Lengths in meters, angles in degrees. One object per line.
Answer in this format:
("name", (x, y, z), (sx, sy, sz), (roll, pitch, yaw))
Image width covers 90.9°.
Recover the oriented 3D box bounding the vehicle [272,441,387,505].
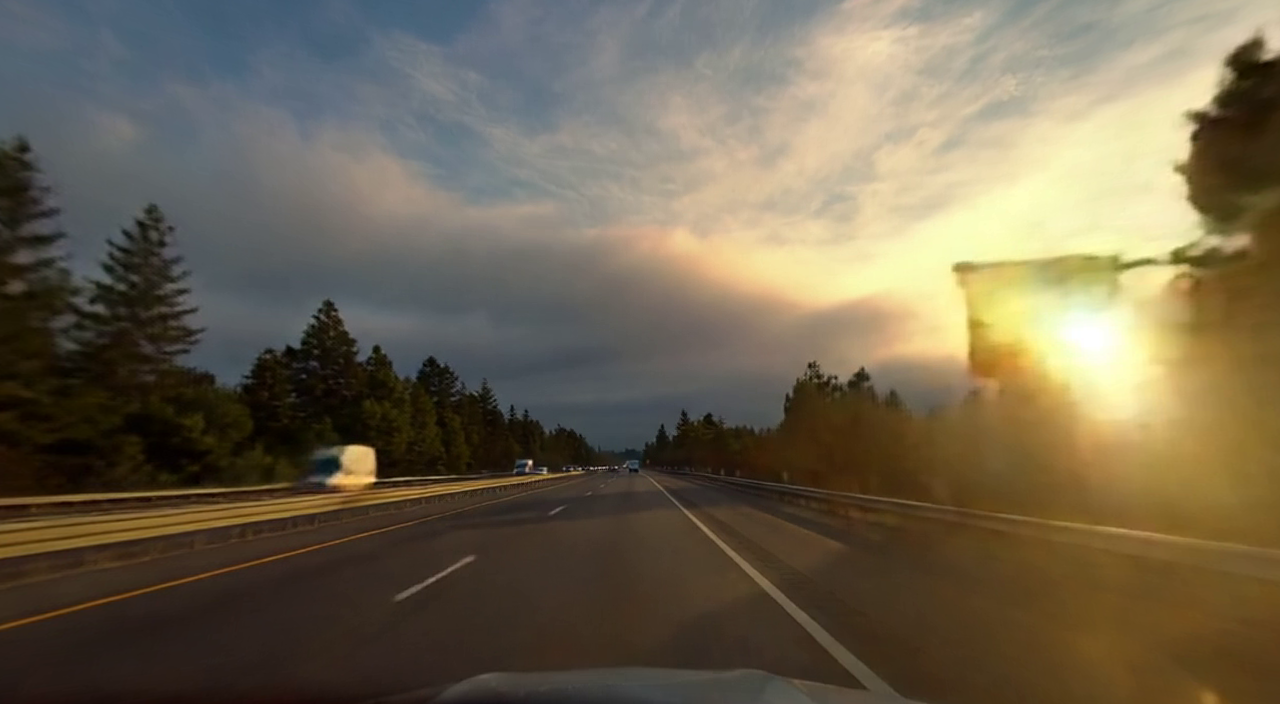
("vehicle", (-12.830, 5.078, 26.510), (2.196, 2.363, 5.077), (1, -11, 0))
